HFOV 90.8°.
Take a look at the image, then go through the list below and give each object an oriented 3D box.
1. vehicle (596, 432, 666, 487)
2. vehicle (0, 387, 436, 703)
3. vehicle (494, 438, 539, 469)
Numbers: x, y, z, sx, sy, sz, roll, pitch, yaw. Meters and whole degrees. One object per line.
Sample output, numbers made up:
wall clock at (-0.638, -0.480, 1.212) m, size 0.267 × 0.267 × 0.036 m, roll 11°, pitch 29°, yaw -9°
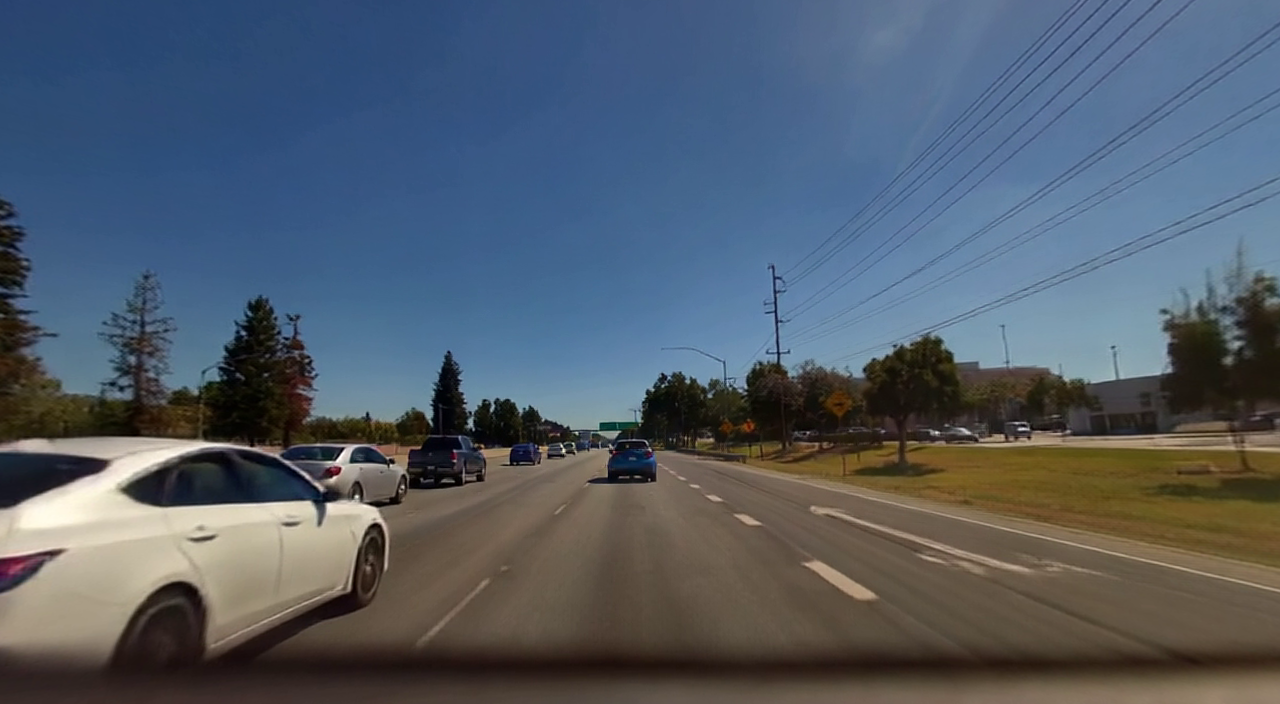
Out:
vehicle at (-0.320, 3.597, 21.391) m, size 2.140 × 1.653 × 4.108 m, roll 0°, pitch -8°, yaw -1°
vehicle at (-3.134, 1.159, 3.932) m, size 2.174 × 1.510 × 4.636 m, roll 0°, pitch -8°, yaw 0°
vehicle at (-7.432, 6.137, 38.435) m, size 1.914 × 1.756 × 4.179 m, roll 0°, pitch -8°, yaw 0°
